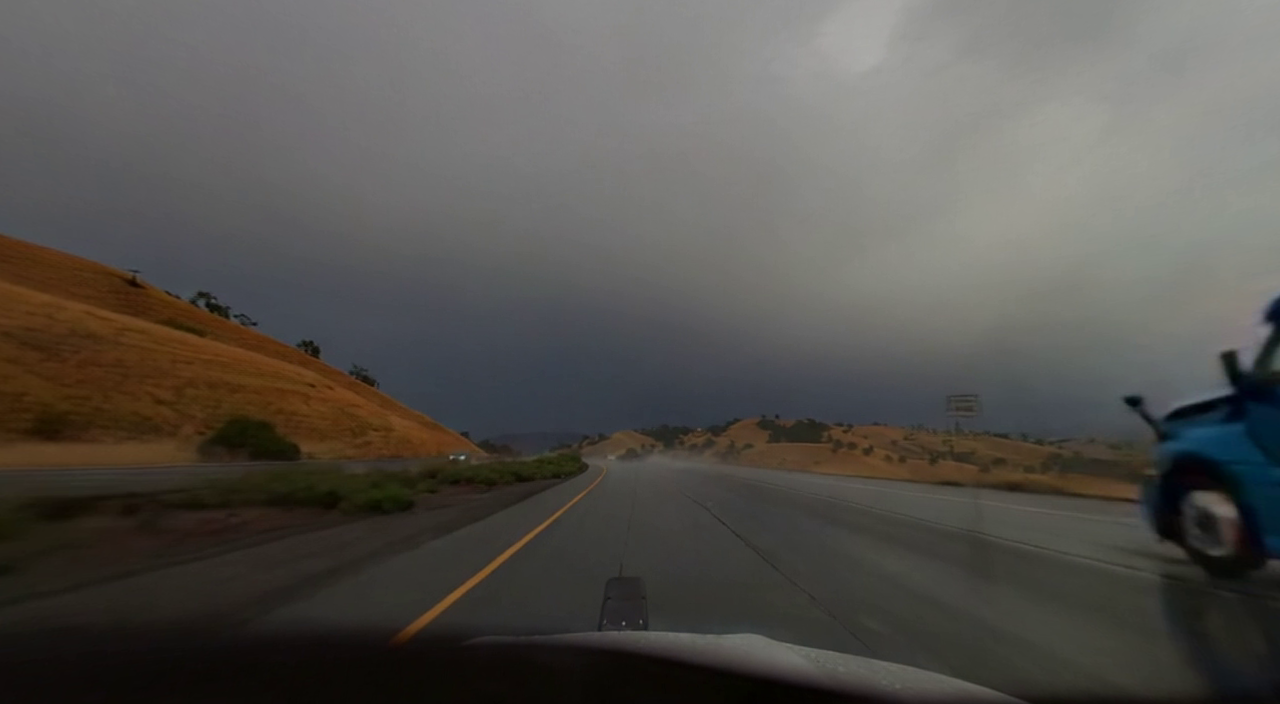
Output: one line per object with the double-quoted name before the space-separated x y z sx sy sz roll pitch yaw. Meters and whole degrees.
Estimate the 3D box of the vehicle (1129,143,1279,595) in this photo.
"vehicle" 7.445 -0.267 2.865 3.431 4.023 8.588 0 -8 0
